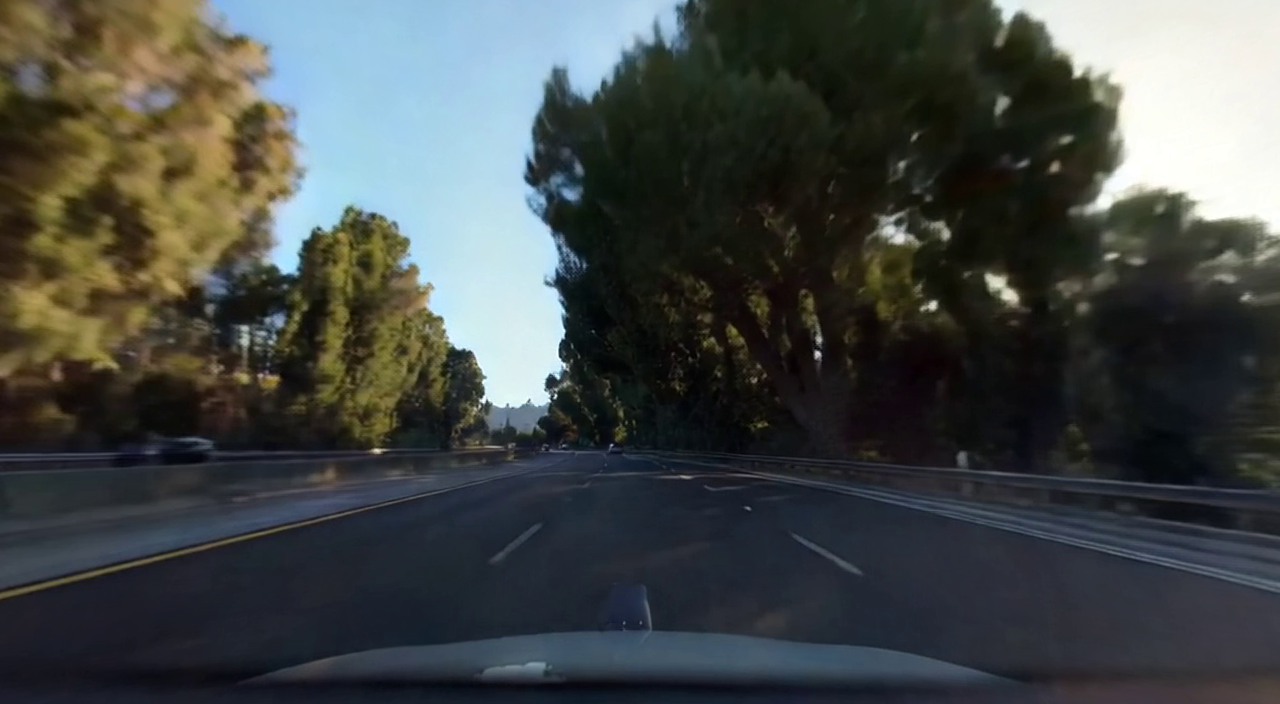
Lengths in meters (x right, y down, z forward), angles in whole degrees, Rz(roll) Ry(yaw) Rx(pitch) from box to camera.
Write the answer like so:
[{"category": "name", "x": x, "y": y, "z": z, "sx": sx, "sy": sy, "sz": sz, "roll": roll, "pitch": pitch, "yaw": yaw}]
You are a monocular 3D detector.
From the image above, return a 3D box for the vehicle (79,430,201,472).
[{"category": "vehicle", "x": -22.517, "y": 4.507, "z": 28.638, "sx": 2.045, "sy": 1.726, "sz": 4.284, "roll": 0, "pitch": -9, "yaw": -2}]
